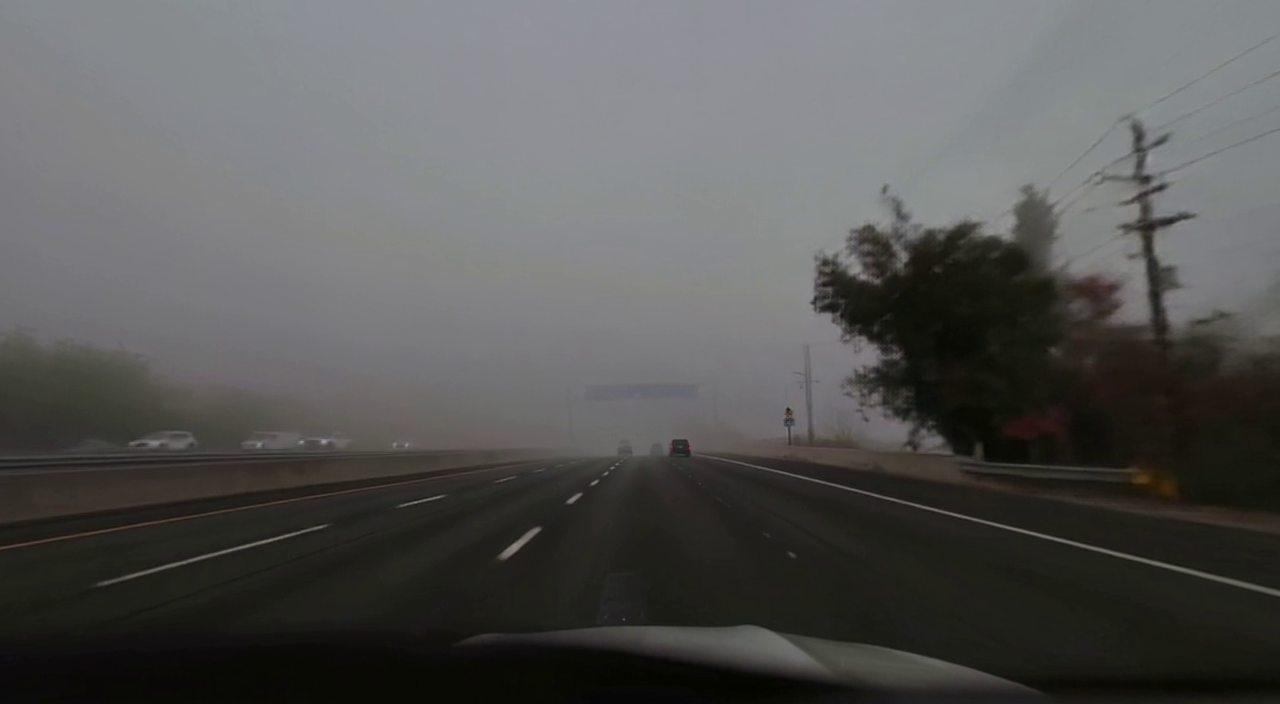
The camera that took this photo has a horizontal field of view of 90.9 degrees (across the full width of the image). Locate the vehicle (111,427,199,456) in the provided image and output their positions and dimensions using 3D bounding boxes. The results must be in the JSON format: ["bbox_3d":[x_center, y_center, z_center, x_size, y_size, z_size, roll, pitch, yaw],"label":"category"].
[{"bbox_3d":[-30.041,5.574,39.267,2.029,1.709,4.289,0,-8,0],"label":"vehicle"}]

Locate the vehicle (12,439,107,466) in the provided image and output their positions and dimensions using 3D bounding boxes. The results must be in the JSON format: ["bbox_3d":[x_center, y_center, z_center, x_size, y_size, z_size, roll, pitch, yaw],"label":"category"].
[{"bbox_3d":[-33.853,5.863,36.923,1.733,1.474,4.026,0,-8,0],"label":"vehicle"}]
